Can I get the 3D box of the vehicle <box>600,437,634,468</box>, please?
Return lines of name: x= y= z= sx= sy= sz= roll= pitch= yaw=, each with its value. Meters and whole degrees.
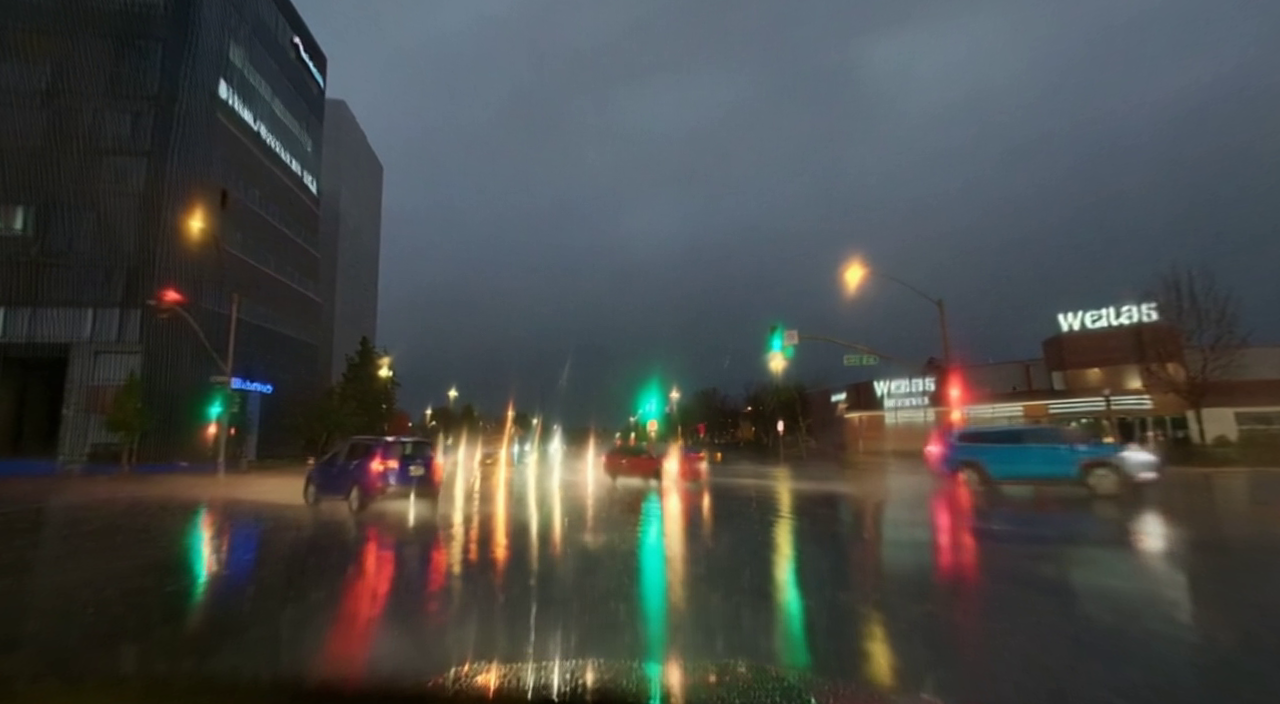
vehicle: x=-1.487 y=6.847 z=43.332 sx=2.160 sy=1.948 sz=4.784 roll=0 pitch=-8 yaw=0

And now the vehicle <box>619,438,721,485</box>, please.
vehicle: x=1.007 y=4.149 z=24.337 sx=2.142 sy=1.607 sz=4.733 roll=3 pitch=-9 yaw=-22

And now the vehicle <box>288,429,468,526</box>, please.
vehicle: x=-5.911 y=2.647 z=13.993 sx=2.238 sy=1.762 sz=4.445 roll=7 pitch=-11 yaw=-41

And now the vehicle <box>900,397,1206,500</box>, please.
vehicle: x=10.156 y=2.458 z=16.230 sx=5.960 sy=2.200 sz=2.708 roll=-5 pitch=-10 yaw=31

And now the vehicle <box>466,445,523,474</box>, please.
vehicle: x=-8.265 y=6.126 z=36.242 sx=2.163 sy=1.529 sz=4.210 roll=0 pitch=-8 yaw=1

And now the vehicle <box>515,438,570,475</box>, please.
vehicle: x=-5.123 y=5.556 z=33.793 sx=2.162 sy=1.788 sz=4.603 roll=0 pitch=-8 yaw=1
